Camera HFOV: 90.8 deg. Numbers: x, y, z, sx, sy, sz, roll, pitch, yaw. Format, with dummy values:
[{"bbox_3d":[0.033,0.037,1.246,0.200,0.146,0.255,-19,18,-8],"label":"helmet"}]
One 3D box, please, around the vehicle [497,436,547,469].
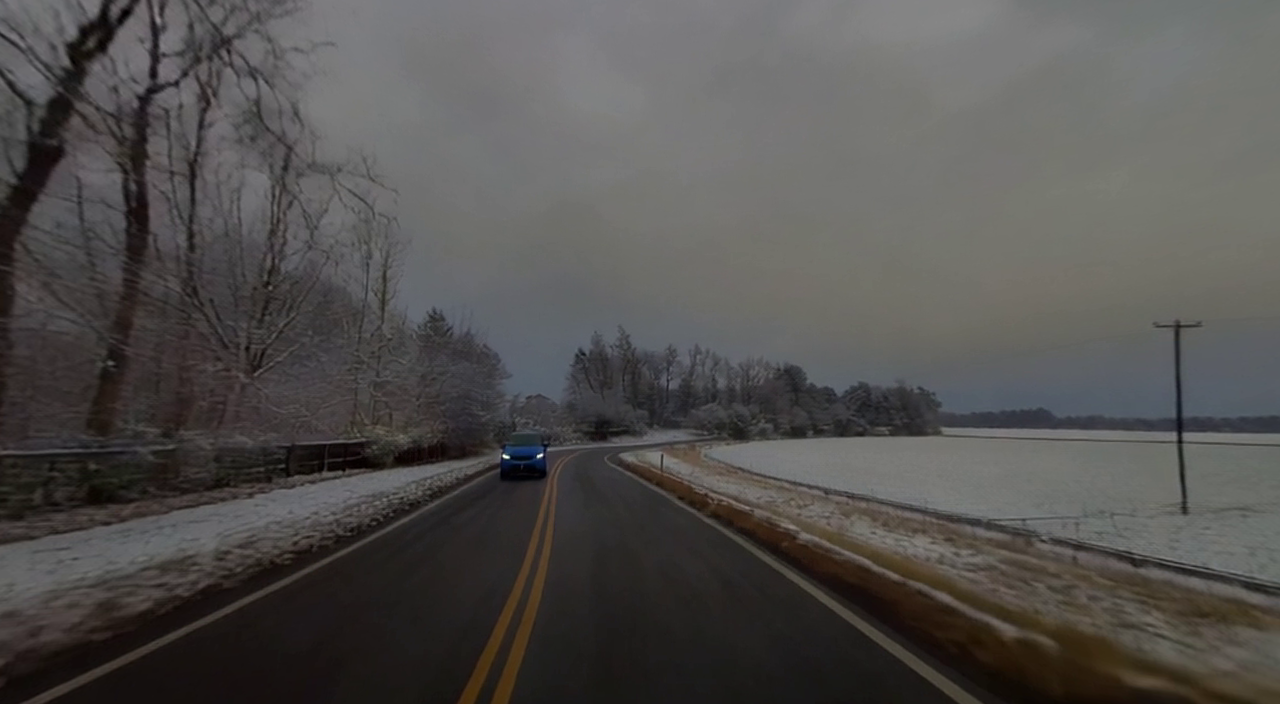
[{"bbox_3d":[-5.737,4.930,31.187,1.987,1.521,3.649,0,-8,-4],"label":"vehicle"}]
